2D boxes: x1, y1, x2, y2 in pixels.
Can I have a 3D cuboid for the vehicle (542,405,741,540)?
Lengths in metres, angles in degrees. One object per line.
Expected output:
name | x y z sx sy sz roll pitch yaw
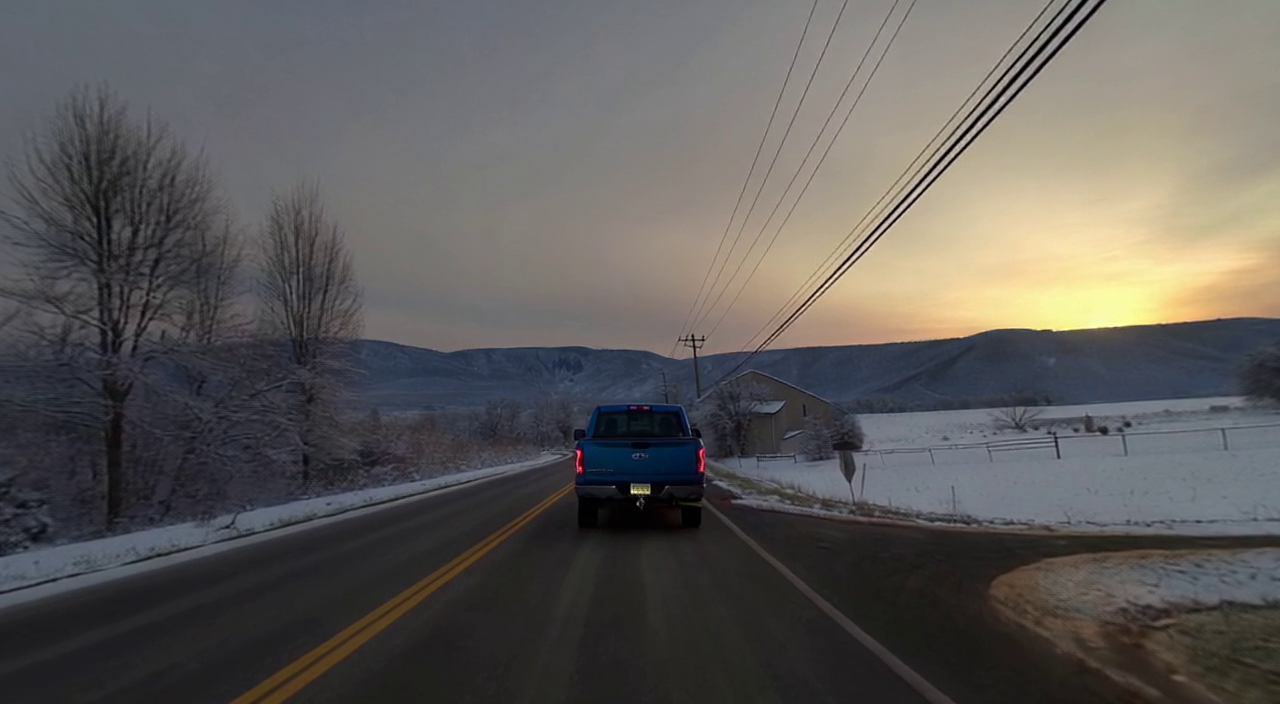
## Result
vehicle | -0.048 2.108 11.819 2.774 1.861 5.885 0 -8 -1
